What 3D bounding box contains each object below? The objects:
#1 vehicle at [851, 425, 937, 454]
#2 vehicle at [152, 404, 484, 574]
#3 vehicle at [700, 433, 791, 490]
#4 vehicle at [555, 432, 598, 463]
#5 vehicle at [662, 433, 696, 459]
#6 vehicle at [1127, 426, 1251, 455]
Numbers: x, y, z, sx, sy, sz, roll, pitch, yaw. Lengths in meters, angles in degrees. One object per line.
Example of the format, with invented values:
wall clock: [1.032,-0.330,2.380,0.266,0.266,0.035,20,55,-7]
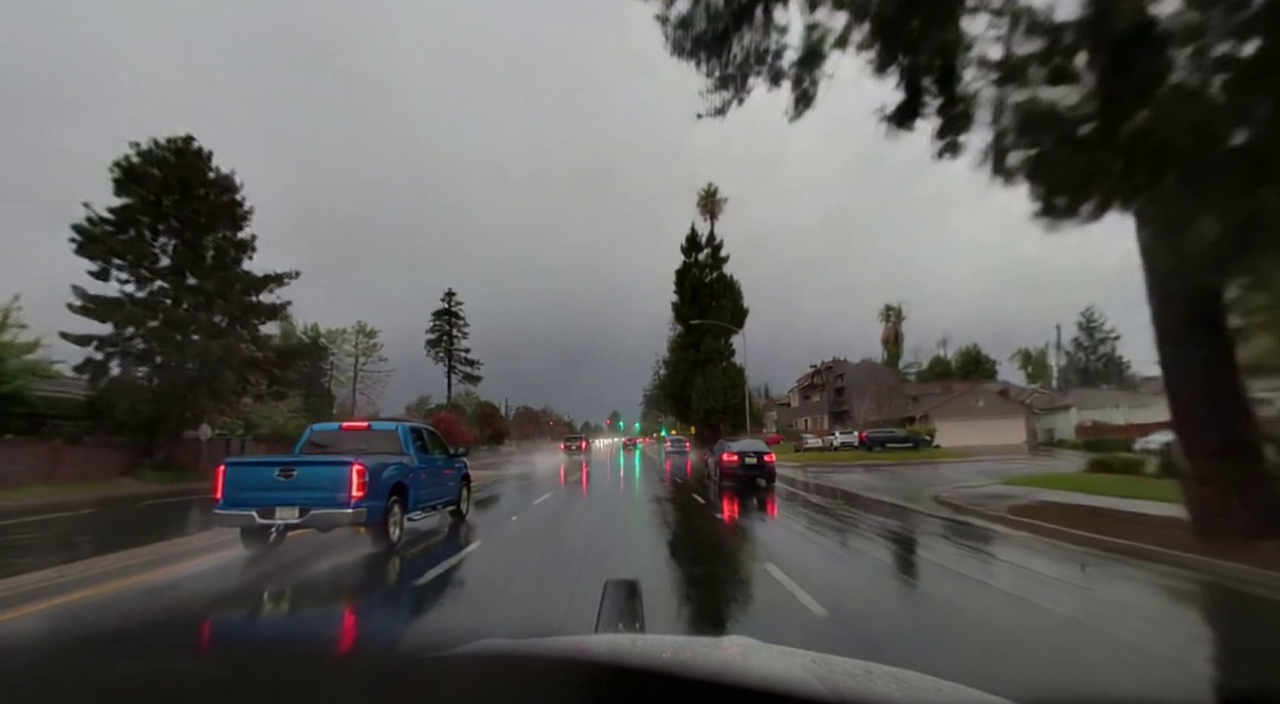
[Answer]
vehicle: [16.961,5.858,42.374,1.991,1.806,4.902,6,-10,-39]
vehicle: [-4.032,1.785,9.307,2.111,1.745,5.274,-1,-8,0]
vehicle: [2.980,3.176,18.805,1.884,1.463,4.195,0,-8,-2]
vehicle: [-3.970,6.050,40.163,2.218,1.829,4.492,-1,-8,1]
vehicle: [2.954,7.216,48.705,2.099,1.845,4.363,0,-8,-2]
vehicle: [29.194,4.707,33.708,4.779,1.462,1.929,-1,-8,0]
